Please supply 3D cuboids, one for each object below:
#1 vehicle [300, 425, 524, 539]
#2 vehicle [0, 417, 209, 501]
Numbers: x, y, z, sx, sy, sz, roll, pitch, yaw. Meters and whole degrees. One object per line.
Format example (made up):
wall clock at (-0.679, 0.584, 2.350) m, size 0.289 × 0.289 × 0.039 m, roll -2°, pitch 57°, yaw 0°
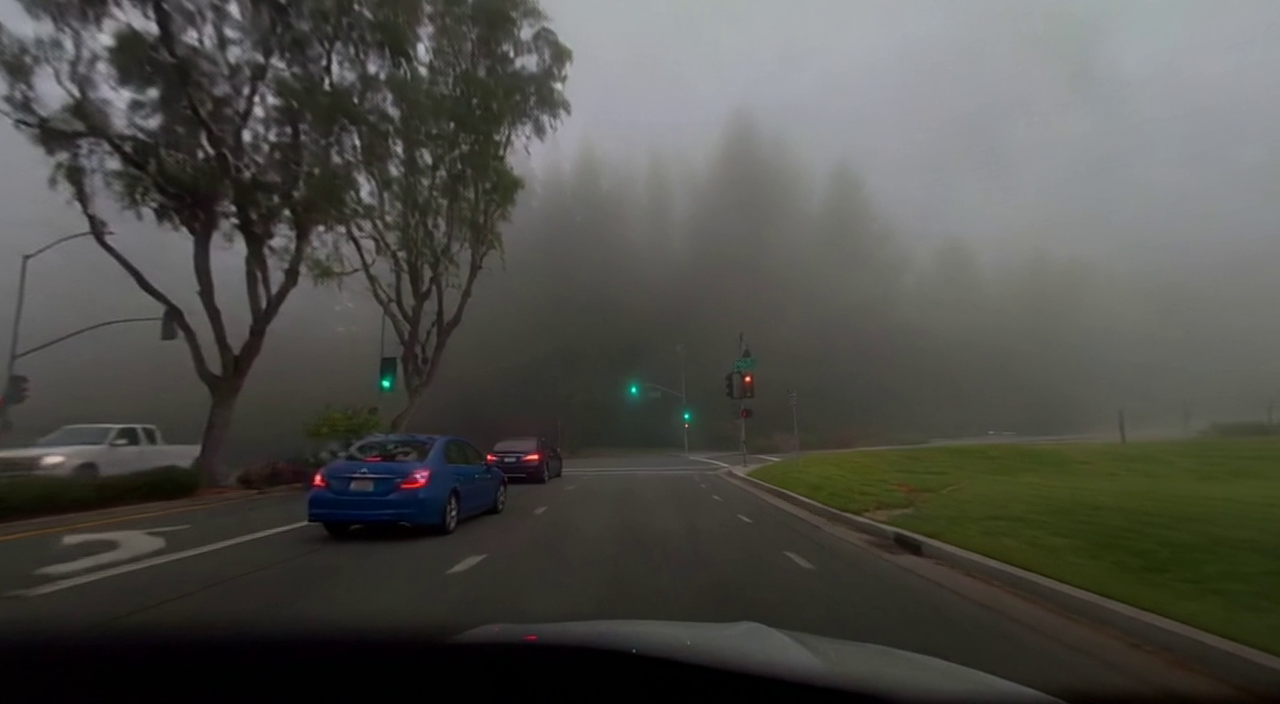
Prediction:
vehicle at (-3.445, 2.080, 10.736) m, size 2.038 × 1.486 × 4.678 m, roll 0°, pitch -9°, yaw 0°
vehicle at (-17.117, 3.411, 20.521) m, size 2.496 × 2.351 × 5.293 m, roll 0°, pitch -9°, yaw -1°
